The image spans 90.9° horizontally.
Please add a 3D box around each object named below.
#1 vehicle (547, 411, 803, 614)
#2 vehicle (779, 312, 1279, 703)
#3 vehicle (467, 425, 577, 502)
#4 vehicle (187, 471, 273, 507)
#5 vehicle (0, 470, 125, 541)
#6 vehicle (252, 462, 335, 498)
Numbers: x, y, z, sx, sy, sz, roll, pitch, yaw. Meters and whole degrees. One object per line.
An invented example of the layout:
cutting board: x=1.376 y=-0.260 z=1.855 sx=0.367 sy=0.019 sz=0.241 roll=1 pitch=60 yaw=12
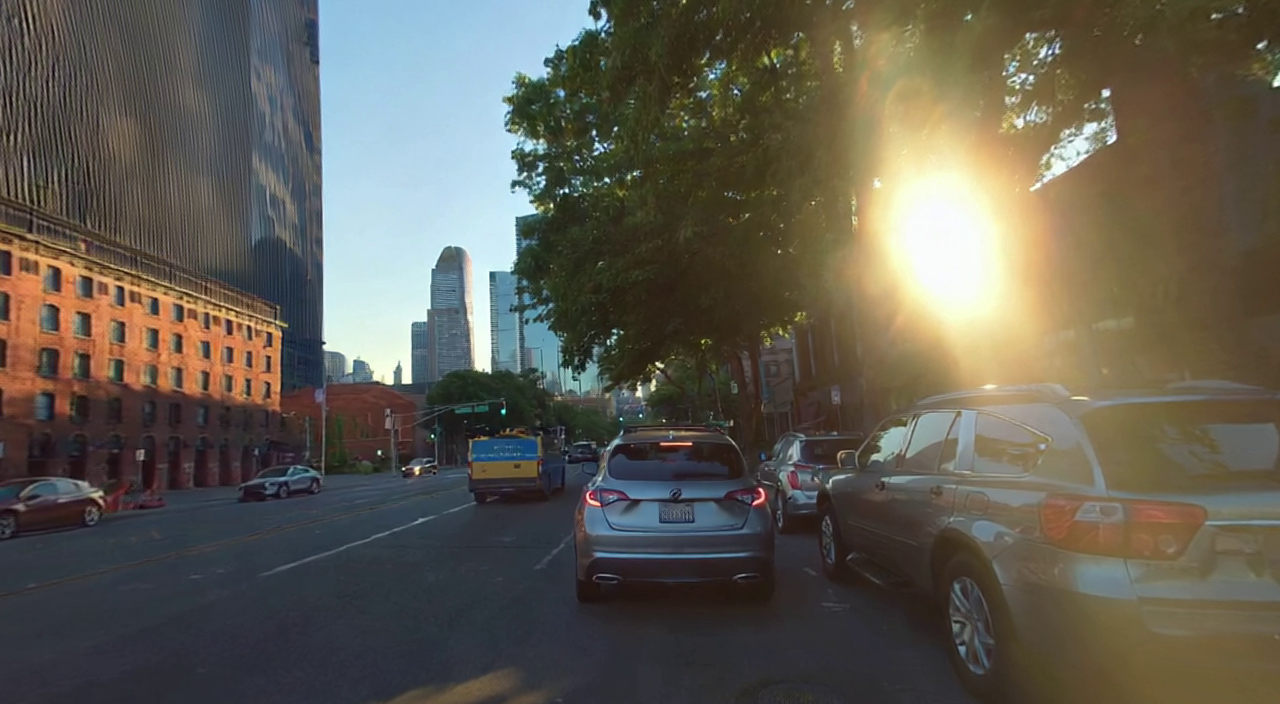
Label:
vehicle: x=0.229 y=1.557 z=6.917 sx=2.045 sy=1.608 sz=3.573 roll=0 pitch=-9 yaw=-2
vehicle: x=2.724 y=1.108 z=4.937 sx=2.117 sy=1.855 sz=4.794 roll=0 pitch=-9 yaw=-1
vehicle: x=-3.220 y=3.199 z=18.479 sx=2.175 sy=1.919 sz=5.223 roll=0 pitch=-9 yaw=0
vehicle: x=-22.585 y=7.545 z=34.932 sx=1.854 sy=1.419 sz=4.318 roll=-7 pitch=-8 yaw=0
vehicle: x=-16.438 y=4.024 z=16.873 sx=1.903 sy=1.580 sz=3.976 roll=0 pitch=-9 yaw=0
vehicle: x=-18.744 y=6.913 z=34.346 sx=1.964 sy=1.686 sz=4.144 roll=0 pitch=-9 yaw=3
